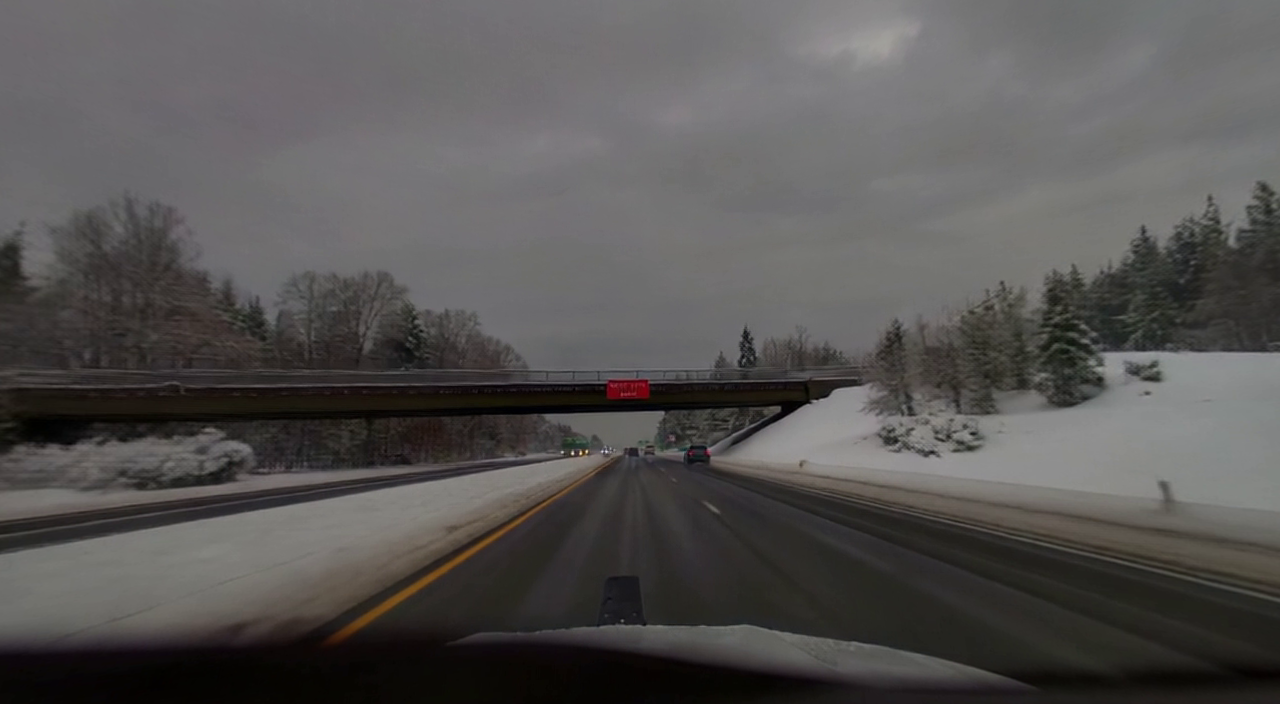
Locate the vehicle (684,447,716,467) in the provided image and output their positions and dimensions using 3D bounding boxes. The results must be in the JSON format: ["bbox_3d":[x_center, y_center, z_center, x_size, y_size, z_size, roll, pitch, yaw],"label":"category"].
[{"bbox_3d":[4.443,7.846,47.185,1.987,1.473,4.244,0,-9,0],"label":"vehicle"}]
